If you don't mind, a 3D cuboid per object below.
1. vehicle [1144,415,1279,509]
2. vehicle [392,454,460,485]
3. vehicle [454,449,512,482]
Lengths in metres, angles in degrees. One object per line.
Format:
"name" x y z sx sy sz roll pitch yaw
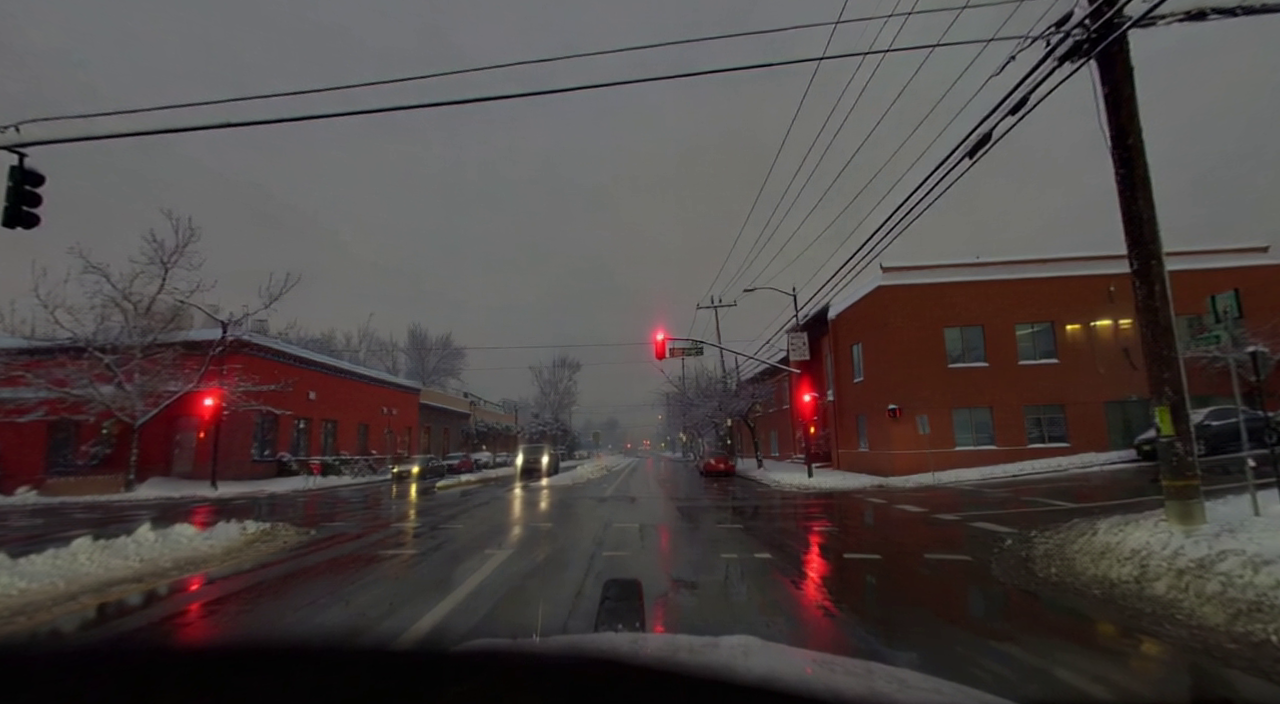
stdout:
"vehicle" 12.742 2.203 12.772 3.234 1.746 1.941 -1 -9 2
"vehicle" -12.014 6.604 35.731 1.943 1.574 4.727 0 -9 3
"vehicle" -8.678 6.292 35.159 2.020 1.672 3.842 0 -9 3
